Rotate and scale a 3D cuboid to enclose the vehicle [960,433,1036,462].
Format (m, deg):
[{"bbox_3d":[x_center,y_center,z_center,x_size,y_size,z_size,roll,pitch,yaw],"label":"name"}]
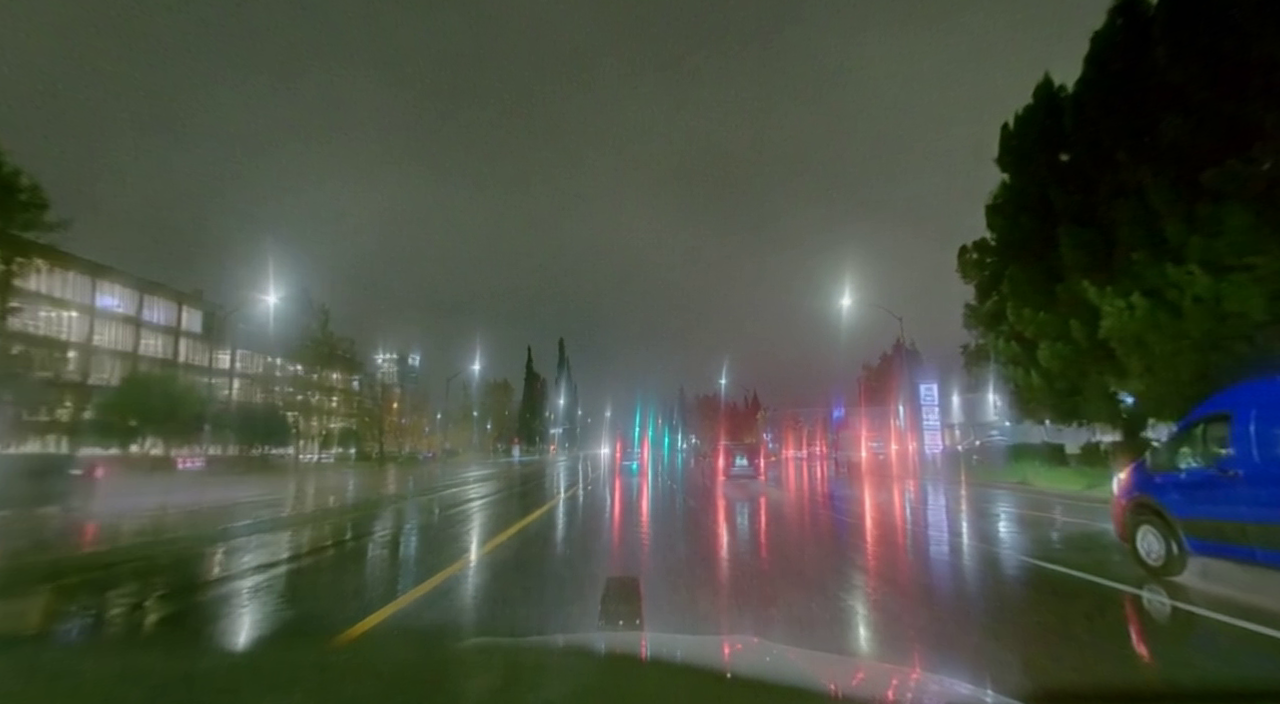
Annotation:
[{"bbox_3d":[27.488,7.334,48.547,4.770,2.109,2.230,2,-9,-16],"label":"vehicle"}]

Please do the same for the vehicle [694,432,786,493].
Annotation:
[{"bbox_3d":[3.003,3.422,19.923,2.047,1.711,4.265,0,-8,-2],"label":"vehicle"}]

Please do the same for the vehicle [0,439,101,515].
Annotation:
[{"bbox_3d":[-15.172,2.841,14.421,1.919,1.666,4.288,0,-8,0],"label":"vehicle"}]

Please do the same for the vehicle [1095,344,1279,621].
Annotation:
[{"bbox_3d":[6.277,0.868,3.968,2.573,2.127,5.568,0,-9,-1],"label":"vehicle"}]

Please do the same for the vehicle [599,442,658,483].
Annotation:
[{"bbox_3d":[-0.412,4.242,24.559,2.095,1.456,3.873,0,-8,0],"label":"vehicle"}]

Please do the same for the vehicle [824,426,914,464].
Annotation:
[{"bbox_3d":[17.594,7.172,48.806,5.907,2.777,2.431,0,-8,-2],"label":"vehicle"}]
